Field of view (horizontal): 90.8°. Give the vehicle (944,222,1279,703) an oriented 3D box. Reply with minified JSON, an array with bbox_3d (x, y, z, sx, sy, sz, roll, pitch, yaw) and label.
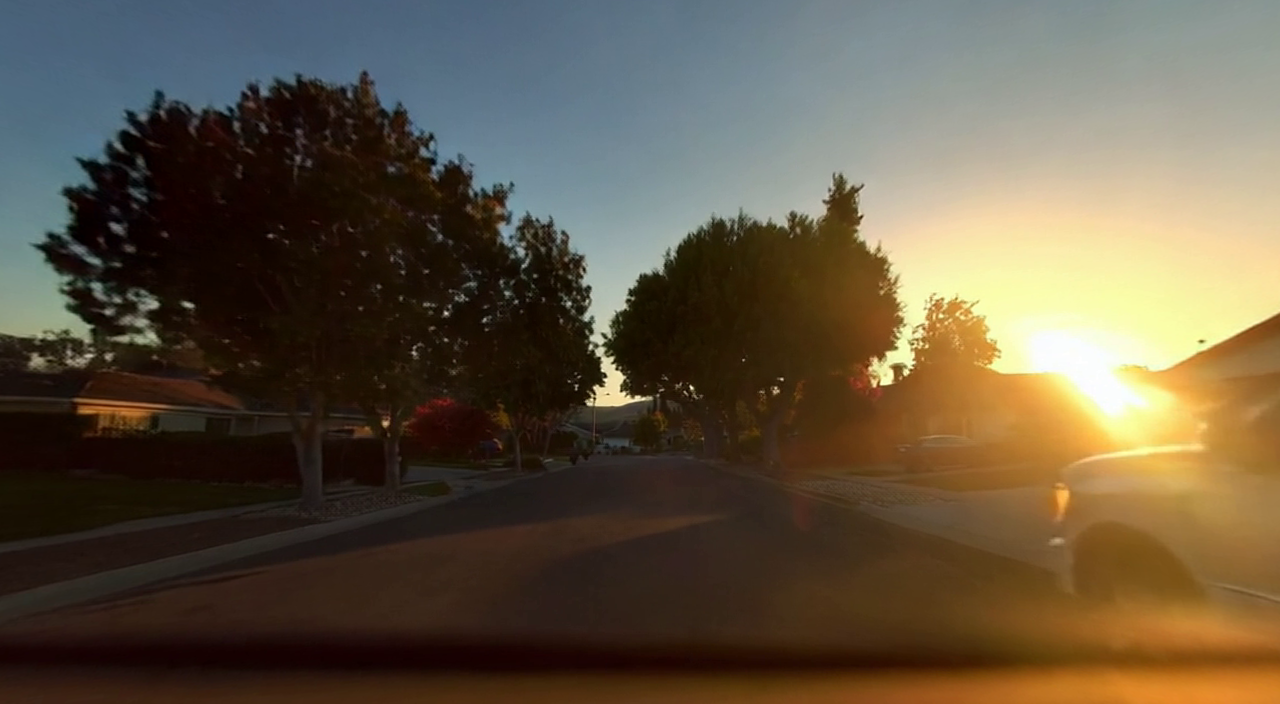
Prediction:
[{"bbox_3d":[3.714,0.450,1.042,2.789,2.206,7.420,0,-9,1],"label":"vehicle"}]

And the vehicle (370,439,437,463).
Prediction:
[{"bbox_3d":[-18.563,7.794,49.748,4.359,1.789,2.123,0,-10,1],"label":"vehicle"}]
